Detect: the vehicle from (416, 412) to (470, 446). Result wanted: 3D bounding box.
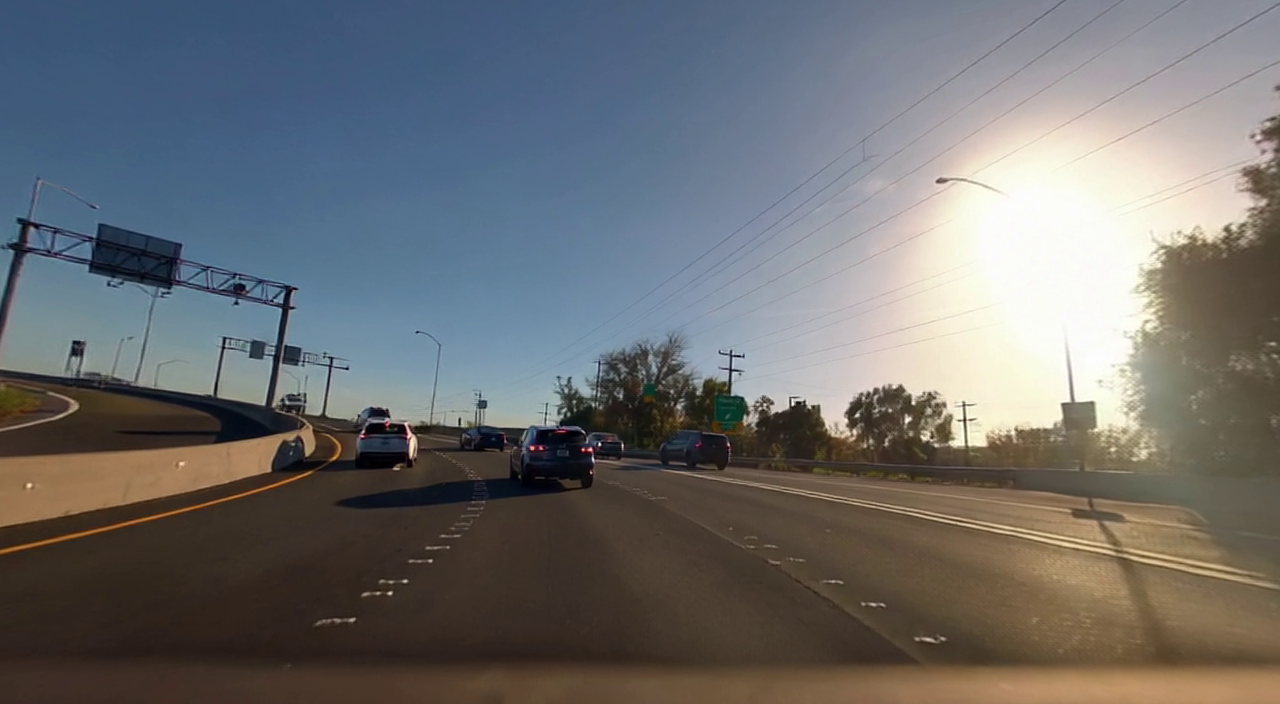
[{"bbox_3d":[-11.638,4.595,37.065,2.042,1.817,4.650,5,-10,-29],"label":"vehicle"}]

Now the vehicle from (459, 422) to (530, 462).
[{"bbox_3d":[-6.018,3.695,25.734,1.832,1.473,4.364,4,-9,-26],"label":"vehicle"}]

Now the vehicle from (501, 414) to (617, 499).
[{"bbox_3d":[-2.107,2.476,15.287,2.140,1.724,4.304,2,-9,-16],"label":"vehicle"}]

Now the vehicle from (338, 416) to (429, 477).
[{"bbox_3d":[-7.198,2.713,18.159,2.033,1.501,4.623,3,-9,-18],"label":"vehicle"}]

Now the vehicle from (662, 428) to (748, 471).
[{"bbox_3d":[2.896,4.528,29.312,2.079,1.807,4.682,3,-9,-20],"label":"vehicle"}]
